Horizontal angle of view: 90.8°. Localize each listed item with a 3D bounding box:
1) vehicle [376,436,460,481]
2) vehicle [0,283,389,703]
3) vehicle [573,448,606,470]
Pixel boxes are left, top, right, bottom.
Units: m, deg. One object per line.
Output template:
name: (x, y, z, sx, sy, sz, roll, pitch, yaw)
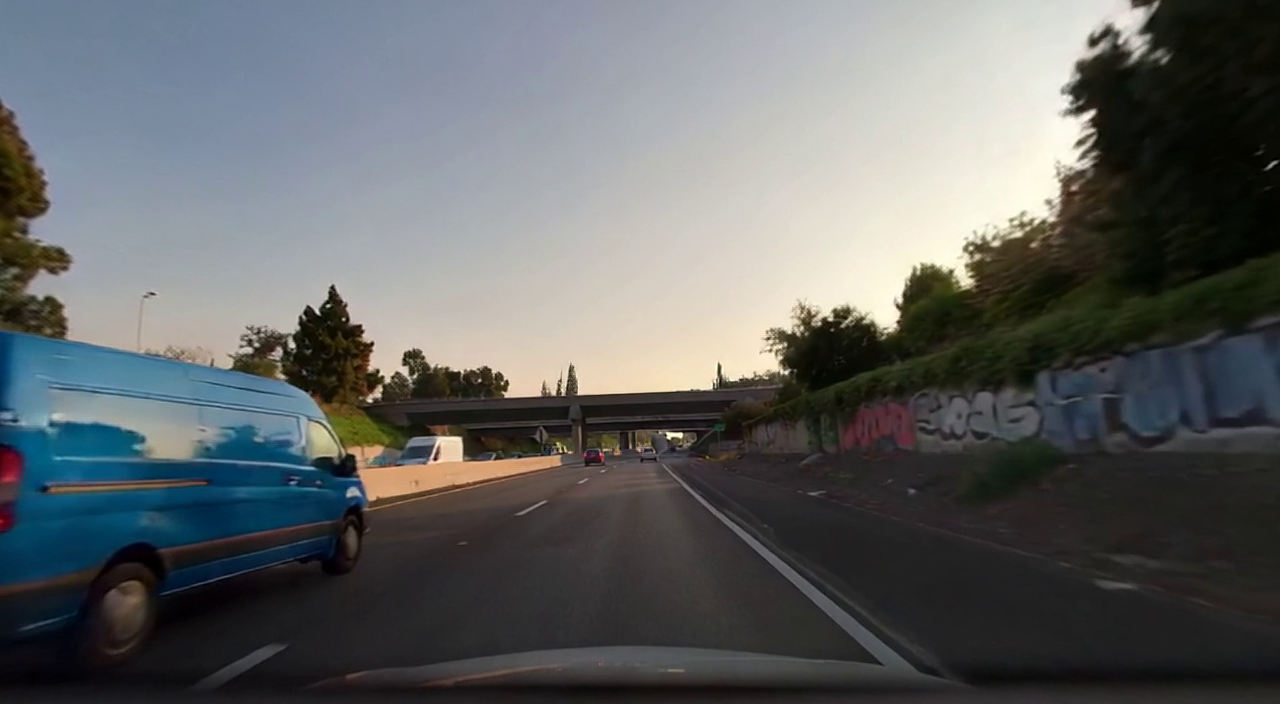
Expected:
vehicle: (-12.471, 6.019, 36.005, 2.473, 2.305, 6.168, 0, -9, 1)
vehicle: (-3.890, 0.961, 4.205, 2.310, 2.030, 5.094, 0, -9, 0)
vehicle: (-3.518, 7.561, 44.797, 1.994, 1.471, 3.962, 0, -9, 0)
